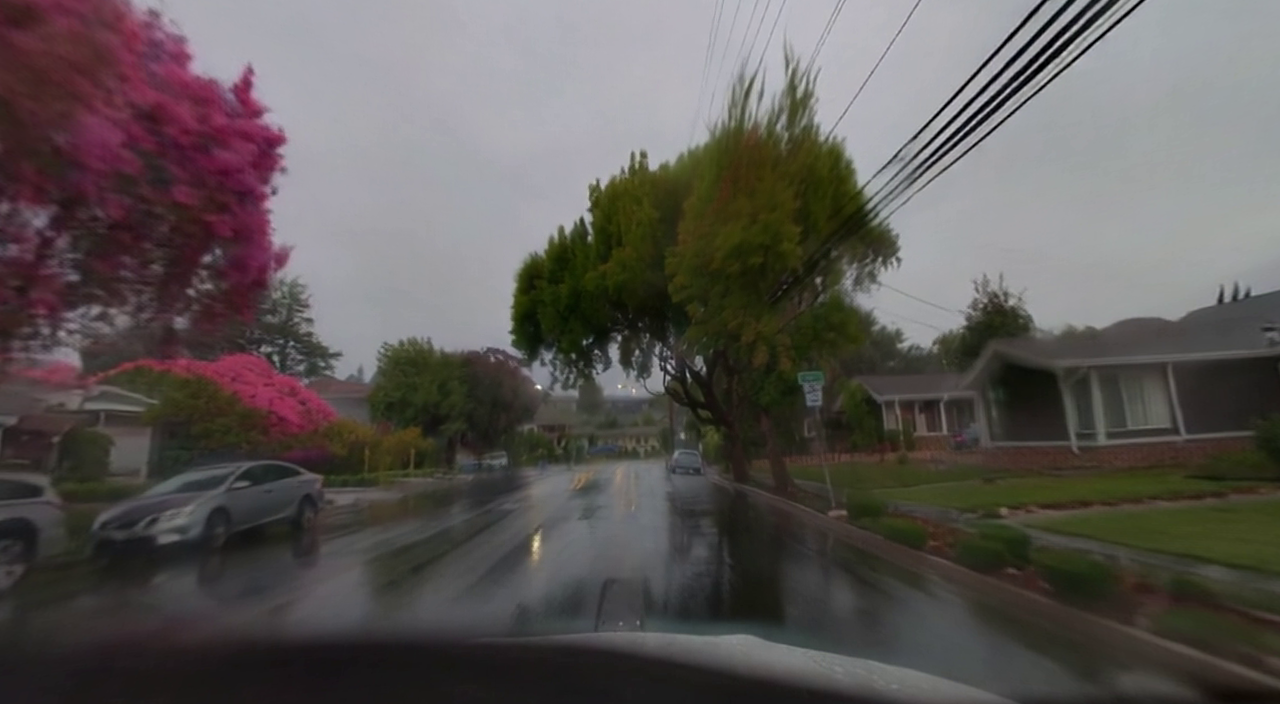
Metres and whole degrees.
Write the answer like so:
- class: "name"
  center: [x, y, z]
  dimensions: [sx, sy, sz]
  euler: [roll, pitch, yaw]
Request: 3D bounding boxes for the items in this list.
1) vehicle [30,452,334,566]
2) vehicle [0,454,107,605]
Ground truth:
- class: "vehicle"
  center: [-7.245, 2.470, 10.729]
  dimensions: [1.896, 1.484, 4.298]
  euler: [0, -9, 1]
- class: "vehicle"
  center: [-7.484, 1.631, 5.279]
  dimensions: [2.034, 1.493, 4.524]
  euler: [0, -9, 1]
